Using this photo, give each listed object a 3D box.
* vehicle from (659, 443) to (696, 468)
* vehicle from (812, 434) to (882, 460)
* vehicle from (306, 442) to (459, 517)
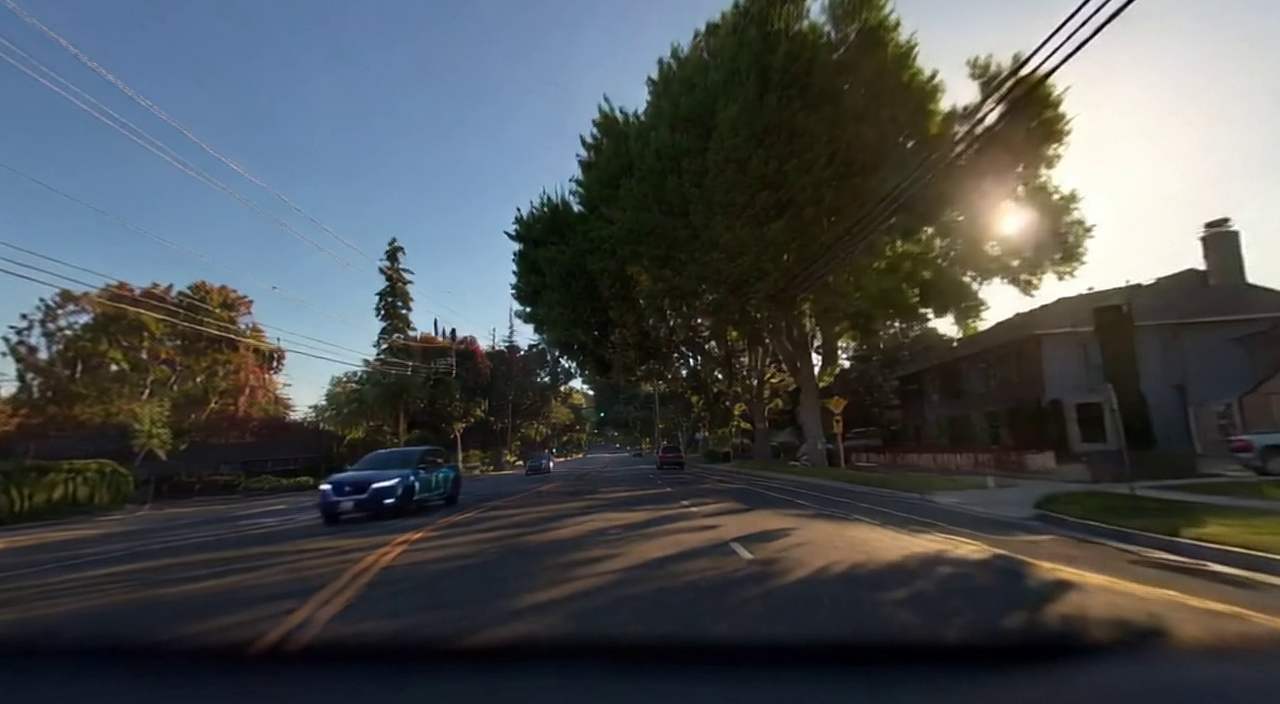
[{"bbox_3d":[2.801,7.969,48.713,2.144,1.843,4.827,0,-9,-5],"label":"vehicle"},{"bbox_3d":[16.095,7.412,49.195,4.583,1.932,2.256,0,-8,-4],"label":"vehicle"},{"bbox_3d":[-6.663,3.325,16.989,2.127,1.725,4.366,-1,-9,2],"label":"vehicle"}]
